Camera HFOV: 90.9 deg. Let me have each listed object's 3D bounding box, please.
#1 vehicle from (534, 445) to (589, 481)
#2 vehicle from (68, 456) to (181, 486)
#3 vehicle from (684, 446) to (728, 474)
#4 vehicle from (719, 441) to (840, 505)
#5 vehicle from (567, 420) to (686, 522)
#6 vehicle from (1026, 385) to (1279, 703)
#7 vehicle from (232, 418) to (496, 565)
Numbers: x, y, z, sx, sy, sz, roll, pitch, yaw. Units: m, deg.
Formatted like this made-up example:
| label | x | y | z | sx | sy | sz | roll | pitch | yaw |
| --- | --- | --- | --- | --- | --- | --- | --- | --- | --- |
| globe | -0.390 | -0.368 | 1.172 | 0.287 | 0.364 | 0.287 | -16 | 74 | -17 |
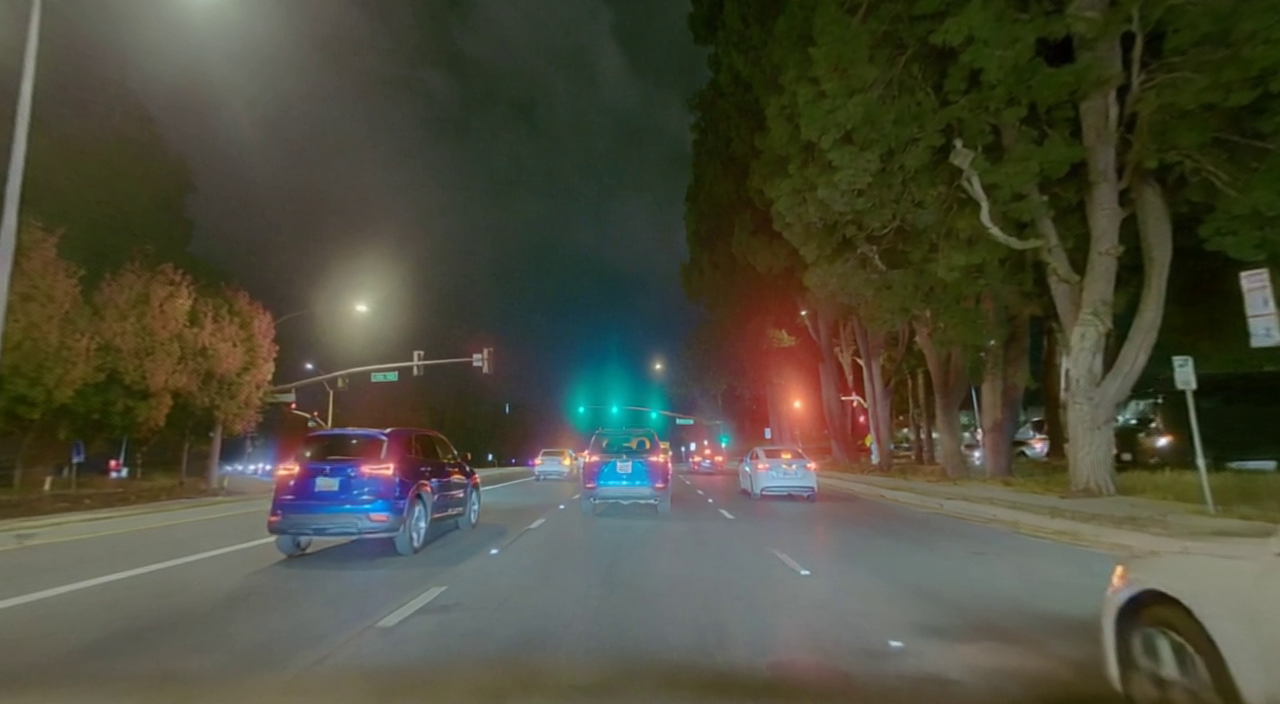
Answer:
| label | x | y | z | sx | sy | sz | roll | pitch | yaw |
| --- | --- | --- | --- | --- | --- | --- | --- | --- | --- |
| vehicle | -3.456 | 4.953 | 28.496 | 1.897 | 1.479 | 4.204 | 0 | -8 | 1 |
| vehicle | -33.990 | 7.827 | 41.687 | 5.352 | 1.850 | 2.276 | 0 | -8 | -2 |
| vehicle | 3.628 | 6.003 | 35.305 | 1.996 | 1.443 | 4.270 | 0 | -8 | -1 |
| vehicle | 3.640 | 3.237 | 17.416 | 2.036 | 1.480 | 4.659 | 0 | -8 | -3 |
| vehicle | -0.242 | 2.474 | 13.647 | 2.132 | 1.816 | 4.471 | 0 | -8 | 0 |
| vehicle | 2.996 | 0.706 | 0.991 | 1.976 | 1.491 | 4.427 | 0 | -8 | 0 |
| vehicle | -3.743 | 1.957 | 9.609 | 2.039 | 1.709 | 4.265 | 0 | -8 | 1 |
